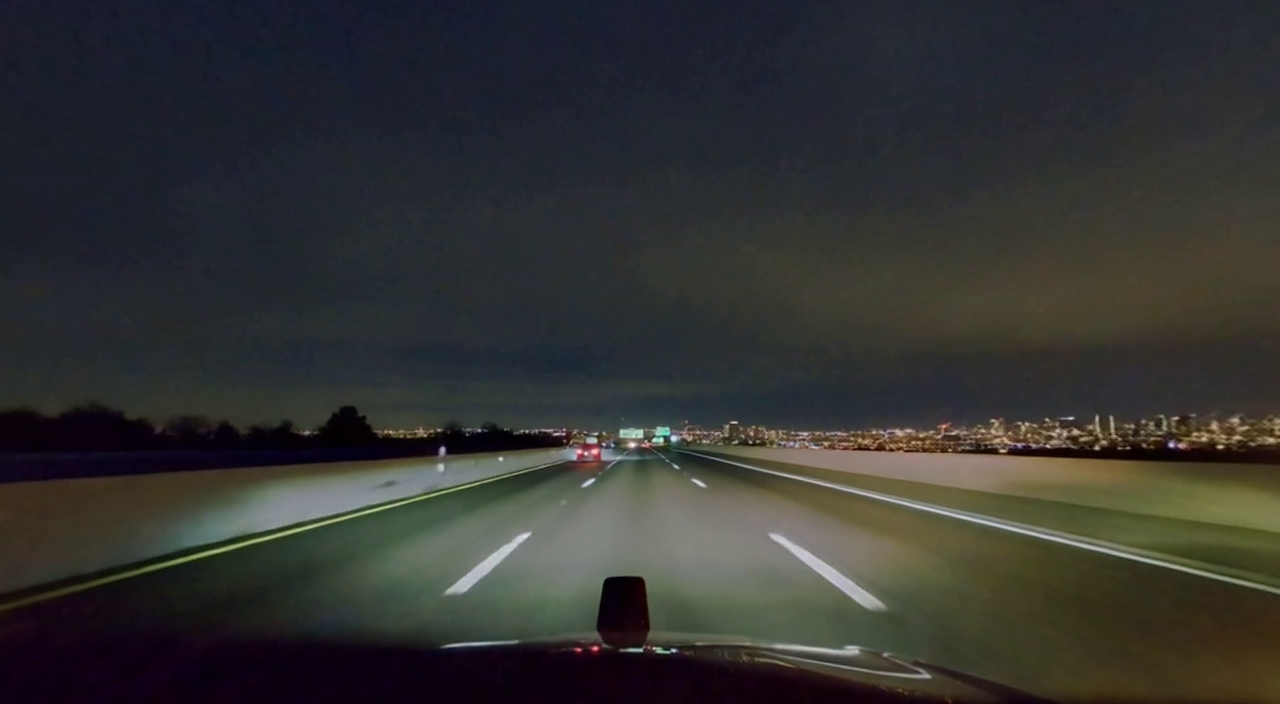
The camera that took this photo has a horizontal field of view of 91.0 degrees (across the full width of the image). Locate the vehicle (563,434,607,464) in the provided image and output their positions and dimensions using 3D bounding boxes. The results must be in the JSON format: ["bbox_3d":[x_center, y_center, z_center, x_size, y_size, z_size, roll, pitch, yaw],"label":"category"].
[{"bbox_3d":[-3.199,5.804,37.794,2.189,1.707,4.692,0,-8,0],"label":"vehicle"}]
